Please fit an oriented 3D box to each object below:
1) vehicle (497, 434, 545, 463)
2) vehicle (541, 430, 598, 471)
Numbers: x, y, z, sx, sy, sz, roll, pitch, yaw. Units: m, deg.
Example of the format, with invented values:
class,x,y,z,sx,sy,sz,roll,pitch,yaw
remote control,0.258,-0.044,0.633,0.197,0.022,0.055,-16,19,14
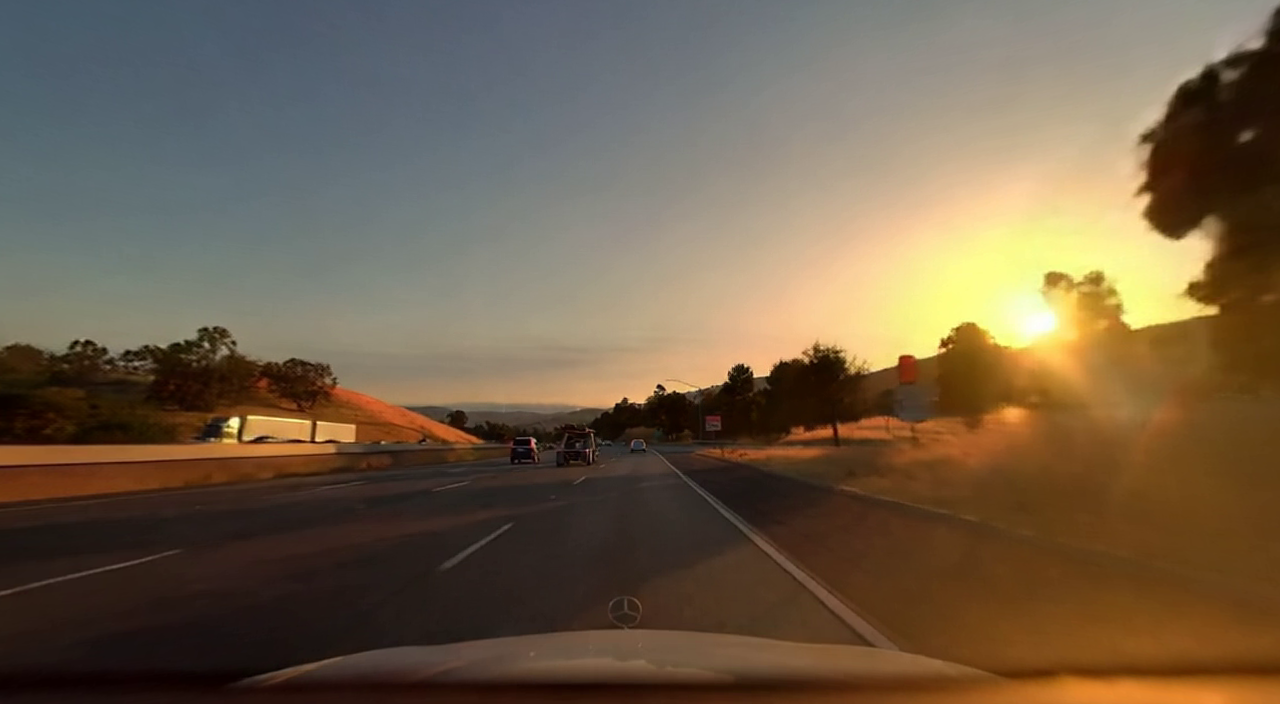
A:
class,x,y,z,sx,sy,sz,roll,pitch,yaw
vehicle,-7.518,6.157,40.115,2.078,1.729,4.722,0,-8,0
vehicle,-3.215,4.597,29.311,2.194,1.766,3.720,0,-8,0
